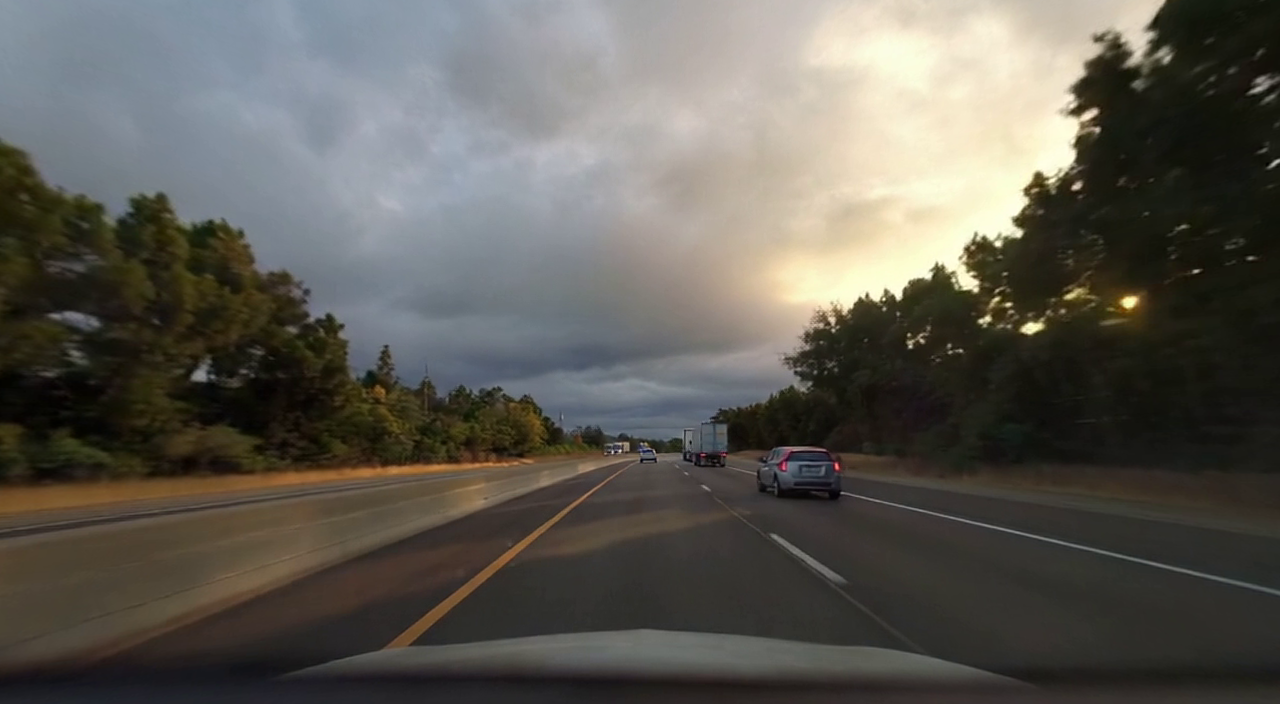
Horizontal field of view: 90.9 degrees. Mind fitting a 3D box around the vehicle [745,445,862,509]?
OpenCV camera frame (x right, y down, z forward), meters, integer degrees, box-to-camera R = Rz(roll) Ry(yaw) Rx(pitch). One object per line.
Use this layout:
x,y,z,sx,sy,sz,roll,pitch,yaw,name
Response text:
4.080,3.167,16.437,1.893,1.442,4.039,0,-9,-1,vehicle
